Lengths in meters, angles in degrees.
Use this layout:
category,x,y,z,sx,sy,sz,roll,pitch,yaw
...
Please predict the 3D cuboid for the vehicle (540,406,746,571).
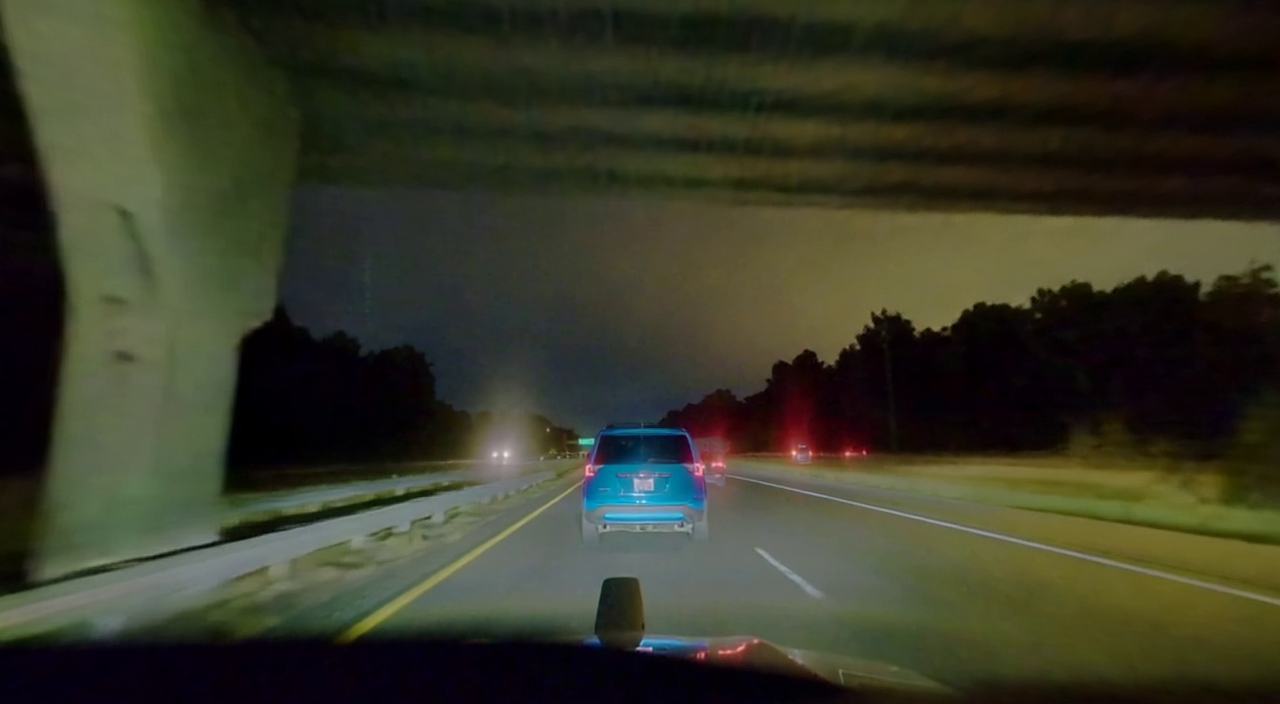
category,x,y,z,sx,sy,sz,roll,pitch,yaw
vehicle,0.034,1.837,9.135,2.288,1.823,4.059,0,-9,0
